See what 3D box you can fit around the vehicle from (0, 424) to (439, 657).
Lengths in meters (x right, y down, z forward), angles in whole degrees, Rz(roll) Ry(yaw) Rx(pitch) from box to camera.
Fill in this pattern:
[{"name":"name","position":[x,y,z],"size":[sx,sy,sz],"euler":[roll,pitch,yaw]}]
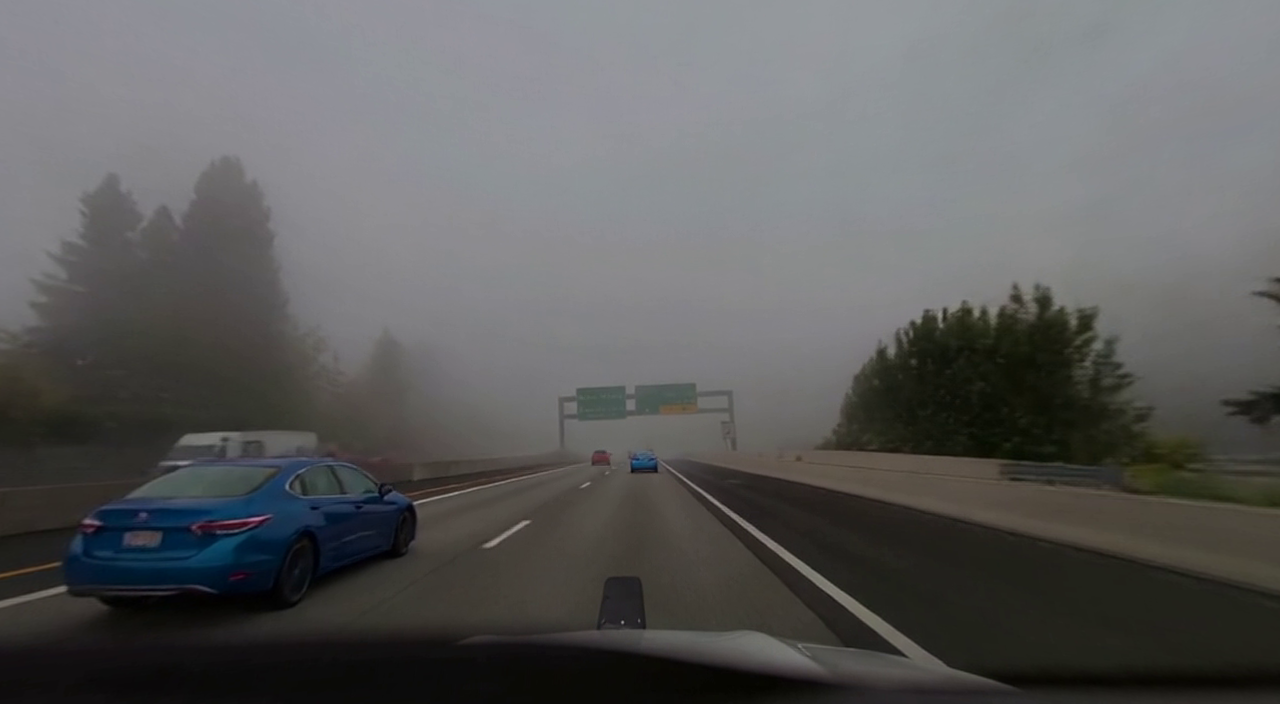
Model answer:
[{"name":"vehicle","position":[-3.707,1.535,6.180],"size":[2.062,1.474,4.151],"euler":[0,-9,1]}]

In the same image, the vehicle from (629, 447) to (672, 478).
[{"name":"vehicle","position":[0.480,5.417,31.095],"size":[2.002,1.449,3.612],"euler":[0,-9,0]}]
